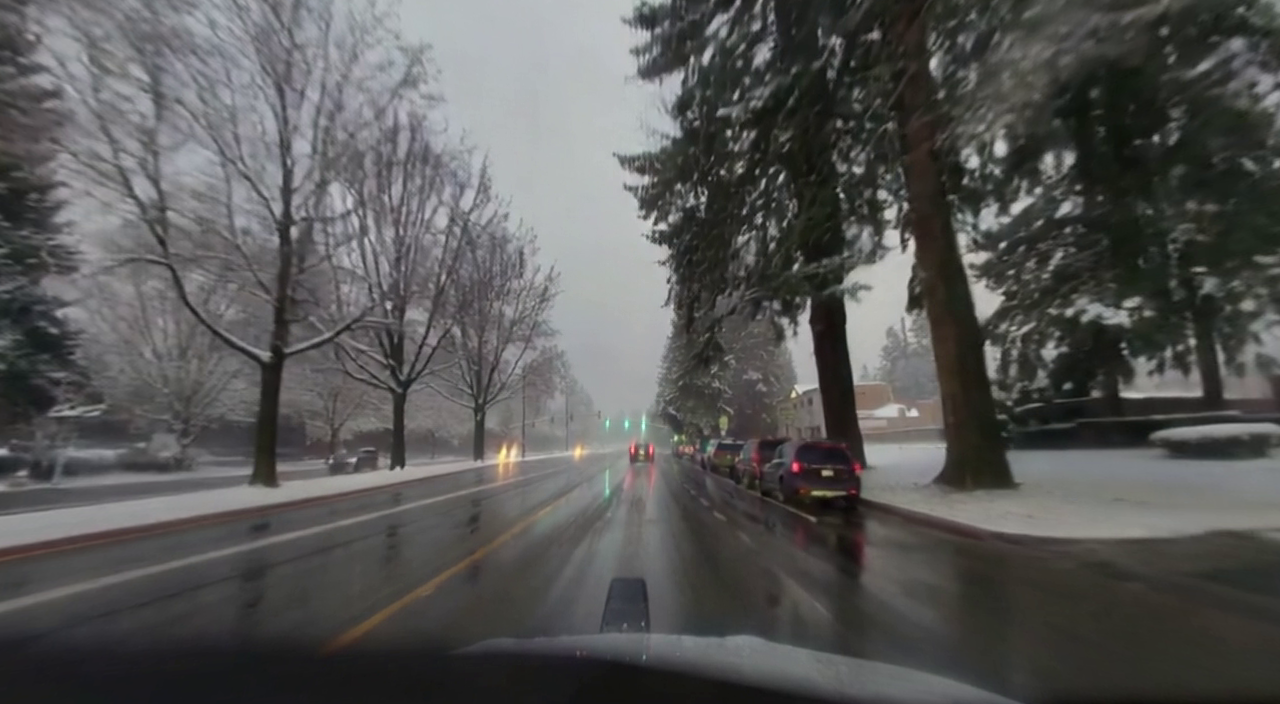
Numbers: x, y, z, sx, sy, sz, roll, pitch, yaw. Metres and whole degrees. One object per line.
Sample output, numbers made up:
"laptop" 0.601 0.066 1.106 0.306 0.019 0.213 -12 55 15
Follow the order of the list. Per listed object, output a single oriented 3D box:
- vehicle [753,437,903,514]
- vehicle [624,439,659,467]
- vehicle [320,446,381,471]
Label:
"vehicle" 4.176 2.814 15.016 2.035 1.500 4.912 0 -8 0
"vehicle" 0.115 6.635 41.502 2.169 1.751 4.276 0 -8 1
"vehicle" -20.925 7.690 45.793 2.238 1.645 4.418 -1 -9 1
